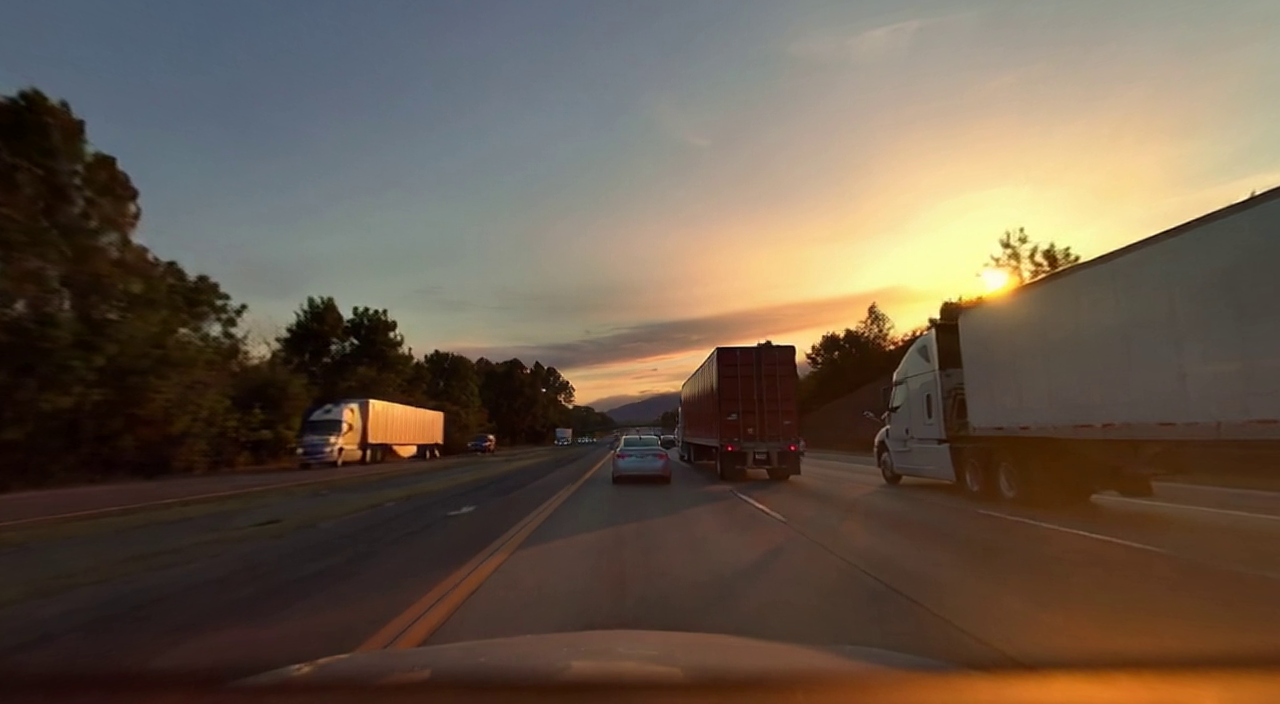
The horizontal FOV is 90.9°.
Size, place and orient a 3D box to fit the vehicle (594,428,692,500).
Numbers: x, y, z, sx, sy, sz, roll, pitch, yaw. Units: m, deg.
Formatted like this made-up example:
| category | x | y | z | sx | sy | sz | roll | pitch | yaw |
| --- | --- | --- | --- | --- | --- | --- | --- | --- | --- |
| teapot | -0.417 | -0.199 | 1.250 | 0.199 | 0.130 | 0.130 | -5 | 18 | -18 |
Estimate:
| category | x | y | z | sx | sy | sz | roll | pitch | yaw |
| --- | --- | --- | --- | --- | --- | --- | --- | --- | --- |
| vehicle | 0.010 | 2.604 | 15.151 | 2.038 | 1.477 | 3.773 | 0 | -7 | -2 |

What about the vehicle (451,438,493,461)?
| category | x | y | z | sx | sy | sz | roll | pitch | yaw |
| --- | --- | --- | --- | --- | --- | --- | --- | --- | --- |
| vehicle | -12.010 | 6.991 | 45.368 | 1.940 | 1.540 | 3.989 | 0 | -7 | 0 |

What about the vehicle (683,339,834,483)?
| category | x | y | z | sx | sy | sz | roll | pitch | yaw |
| --- | --- | --- | --- | --- | --- | --- | --- | --- | --- |
| vehicle | 3.839 | 2.573 | 25.041 | 2.888 | 4.099 | 14.183 | 0 | -7 | -2 |

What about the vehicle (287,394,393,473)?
| category | x | y | z | sx | sy | sz | roll | pitch | yaw |
| --- | --- | --- | --- | --- | --- | --- | --- | --- | --- |
| vehicle | -16.653 | 4.587 | 35.565 | 2.903 | 4.010 | 6.212 | 0 | -8 | -1 |

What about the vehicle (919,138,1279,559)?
| category | x | y | z | sx | sy | sz | roll | pitch | yaw |
| --- | --- | --- | --- | --- | --- | --- | --- | --- | --- |
| vehicle | 8.153 | 0.059 | 7.284 | 3.110 | 4.308 | 14.260 | 0 | -7 | -1 |
